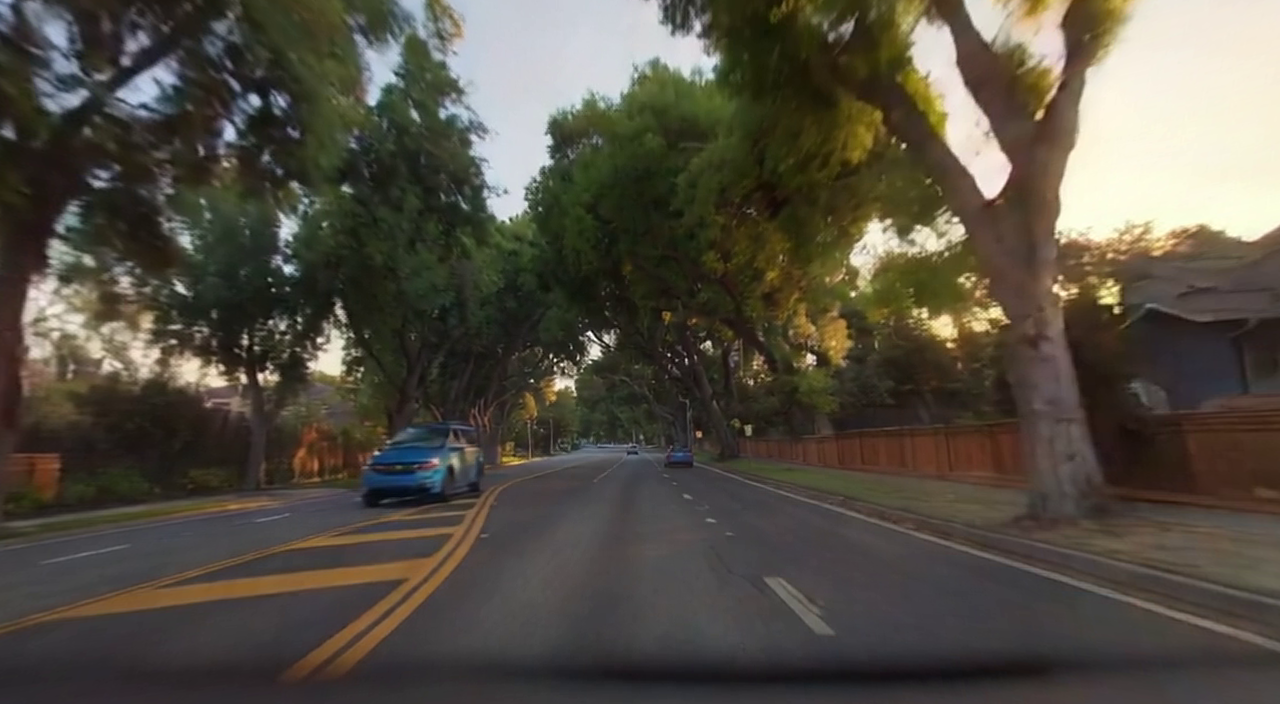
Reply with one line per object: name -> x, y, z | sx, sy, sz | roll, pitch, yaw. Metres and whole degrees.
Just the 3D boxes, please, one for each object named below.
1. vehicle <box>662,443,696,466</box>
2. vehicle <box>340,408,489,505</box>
vehicle -> 2.620, 6.992, 43.249 | 1.991, 1.476, 4.153 | 0, -9, -1
vehicle -> -6.592, 3.157, 19.448 | 2.430, 2.517, 5.772 | 0, -8, 0
